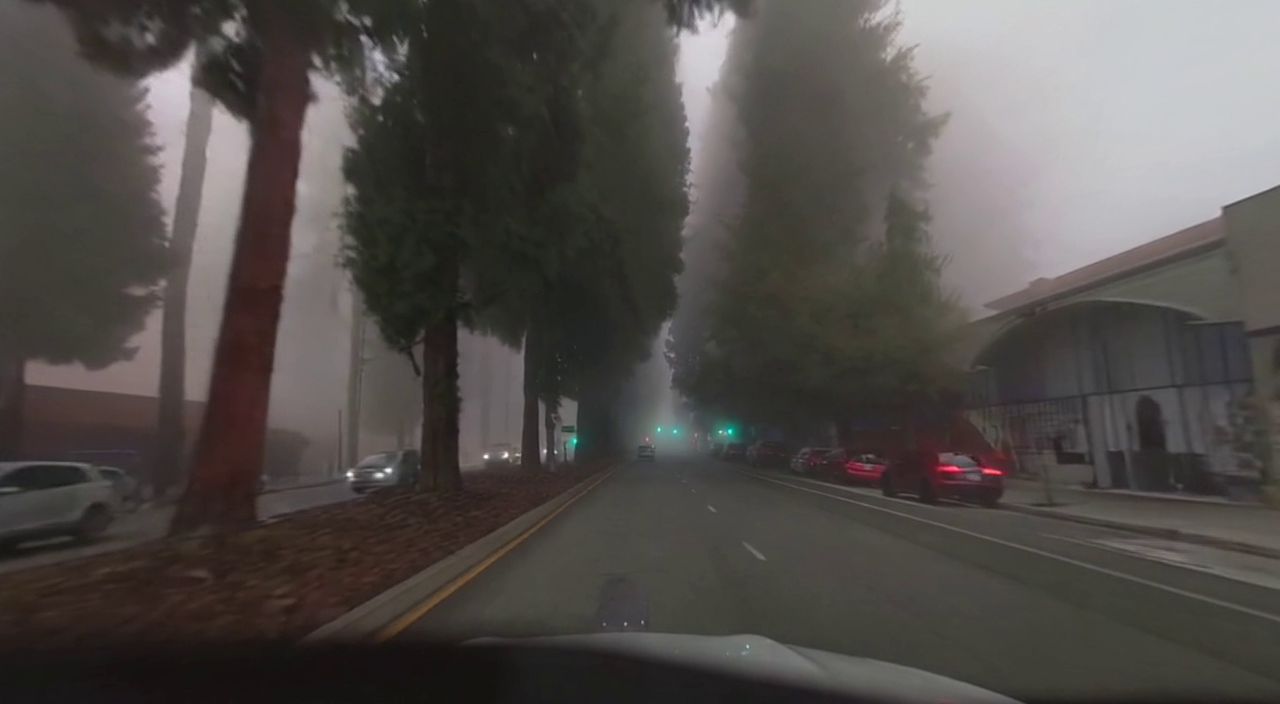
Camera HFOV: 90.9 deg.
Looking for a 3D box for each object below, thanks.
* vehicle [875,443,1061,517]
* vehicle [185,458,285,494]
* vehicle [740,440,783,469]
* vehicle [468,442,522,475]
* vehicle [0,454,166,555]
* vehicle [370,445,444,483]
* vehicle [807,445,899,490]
[{"bbox_3d":[7.298,2.848,14.671,1.874,1.438,4.466,0,-8,-1],"label":"vehicle"},{"bbox_3d":[-19.782,6.048,30.928,3.665,1.559,1.782,2,-9,-16],"label":"vehicle"},{"bbox_3d":[7.762,6.572,40.655,1.891,1.711,4.173,0,-8,-1],"label":"vehicle"},{"bbox_3d":[-8.285,6.095,36.379,1.977,1.714,4.467,0,-8,1],"label":"vehicle"},{"bbox_3d":[-10.768,2.517,10.642,1.890,1.482,4.411,-1,-8,4],"label":"vehicle"},{"bbox_3d":[-11.540,5.546,31.562,1.910,1.705,4.399,0,-8,1],"label":"vehicle"},{"bbox_3d":[7.532,4.083,22.783,1.881,1.443,4.576,0,-8,2],"label":"vehicle"}]
